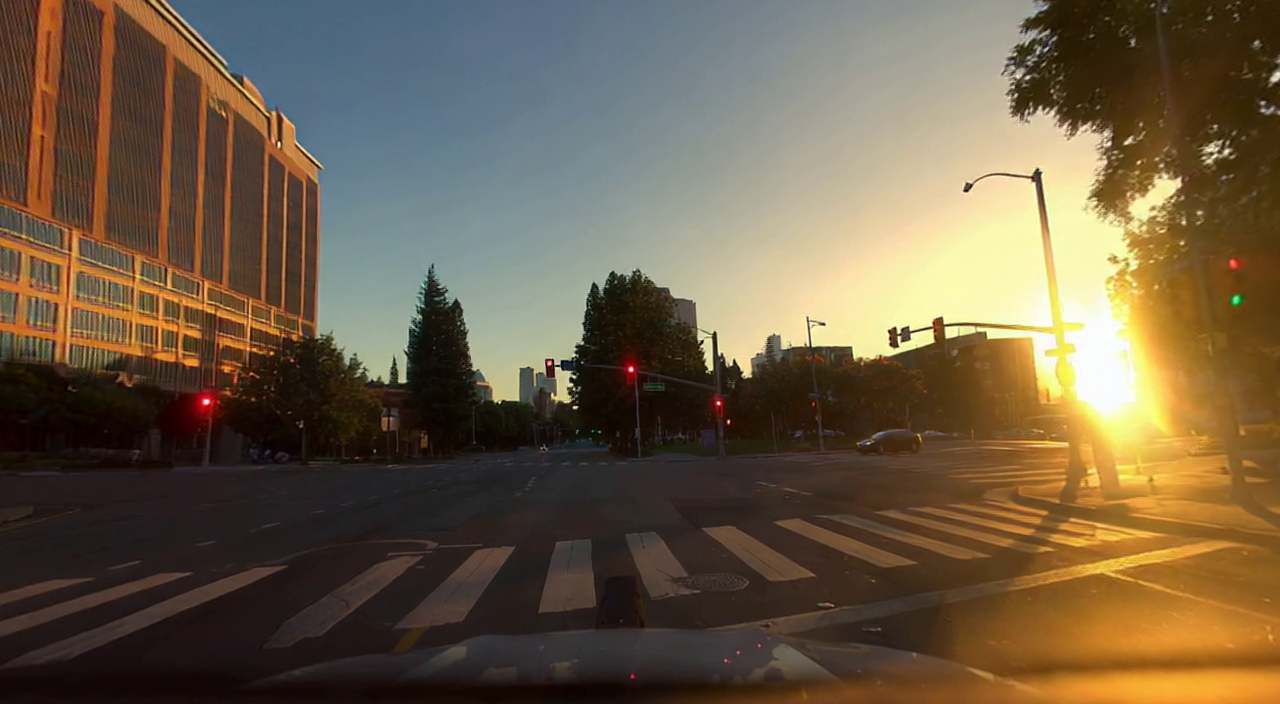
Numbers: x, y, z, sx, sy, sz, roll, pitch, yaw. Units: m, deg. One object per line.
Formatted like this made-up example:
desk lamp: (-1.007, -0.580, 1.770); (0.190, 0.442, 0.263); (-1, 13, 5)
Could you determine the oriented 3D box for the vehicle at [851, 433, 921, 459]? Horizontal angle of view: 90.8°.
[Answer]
vehicle: (17.632, 6.749, 45.238); (4.600, 1.783, 1.970); (4, -10, -26)
